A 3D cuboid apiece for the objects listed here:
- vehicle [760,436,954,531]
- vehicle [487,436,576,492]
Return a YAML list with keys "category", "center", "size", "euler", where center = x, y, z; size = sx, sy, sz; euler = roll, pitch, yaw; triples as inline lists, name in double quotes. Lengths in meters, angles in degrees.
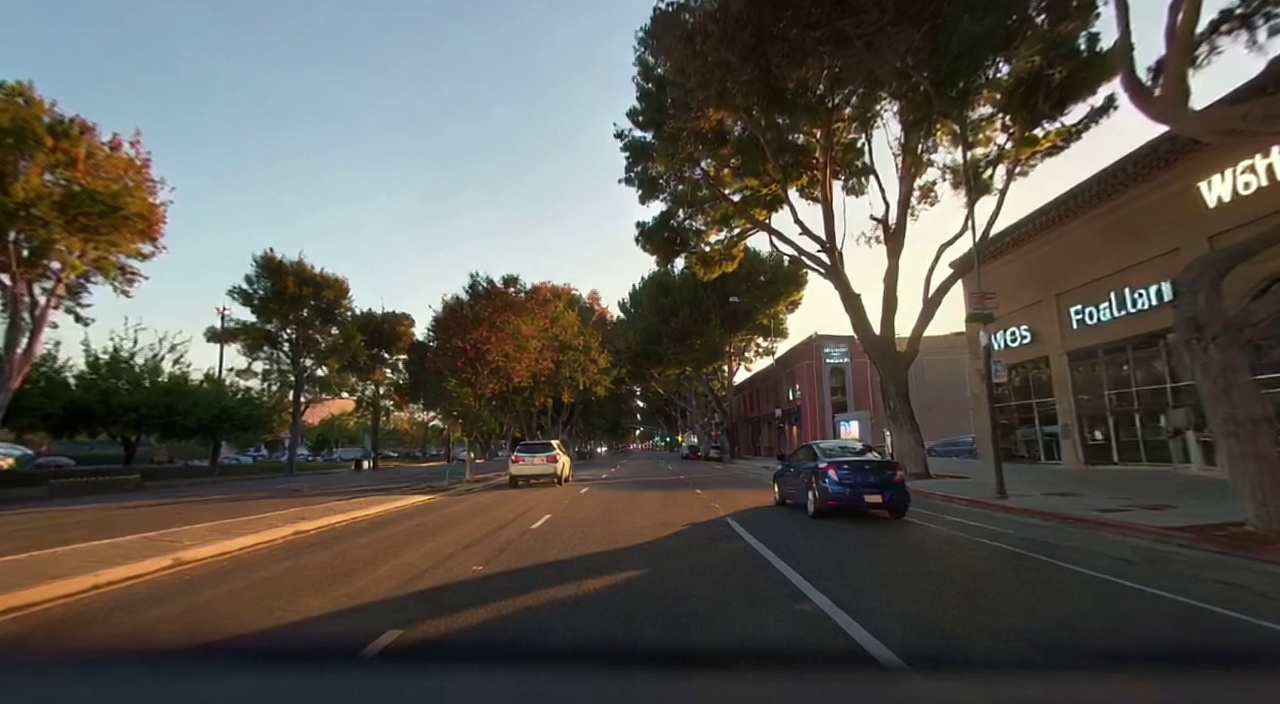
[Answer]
- category: "vehicle"
  center: [3.866, 2.417, 12.286]
  size: [1.961, 1.482, 4.538]
  euler: [0, -9, -3]
- category: "vehicle"
  center: [-3.559, 3.779, 21.691]
  size: [2.145, 1.694, 4.642]
  euler: [0, -9, 1]
